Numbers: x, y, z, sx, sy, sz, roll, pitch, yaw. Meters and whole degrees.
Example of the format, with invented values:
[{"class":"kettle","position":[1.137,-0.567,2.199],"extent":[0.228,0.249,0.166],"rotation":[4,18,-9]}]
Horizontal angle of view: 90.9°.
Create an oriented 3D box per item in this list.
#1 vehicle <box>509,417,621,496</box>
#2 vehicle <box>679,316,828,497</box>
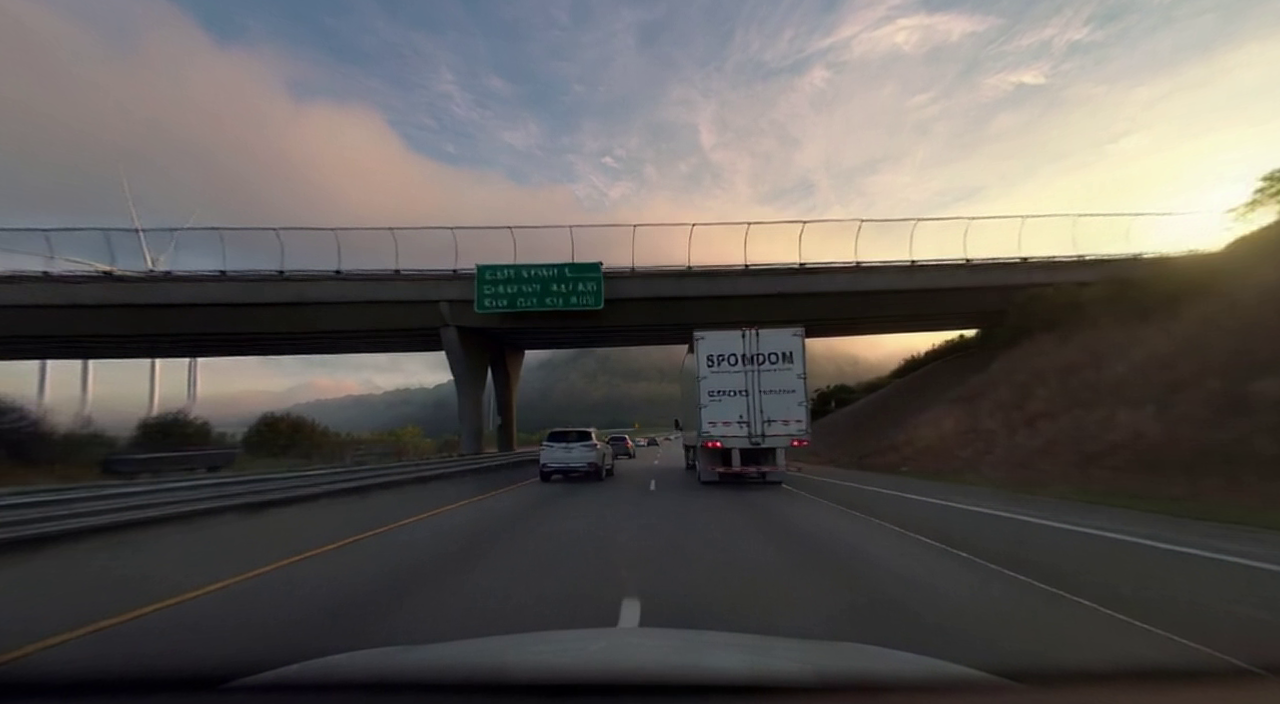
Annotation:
[{"class":"vehicle","position":[-1.803,2.714,16.908],"extent":[2.283,1.814,4.568],"rotation":[0,-8,2]},{"class":"vehicle","position":[2.866,1.994,20.238],"extent":[2.906,3.990,12.551],"rotation":[0,-7,2]}]
